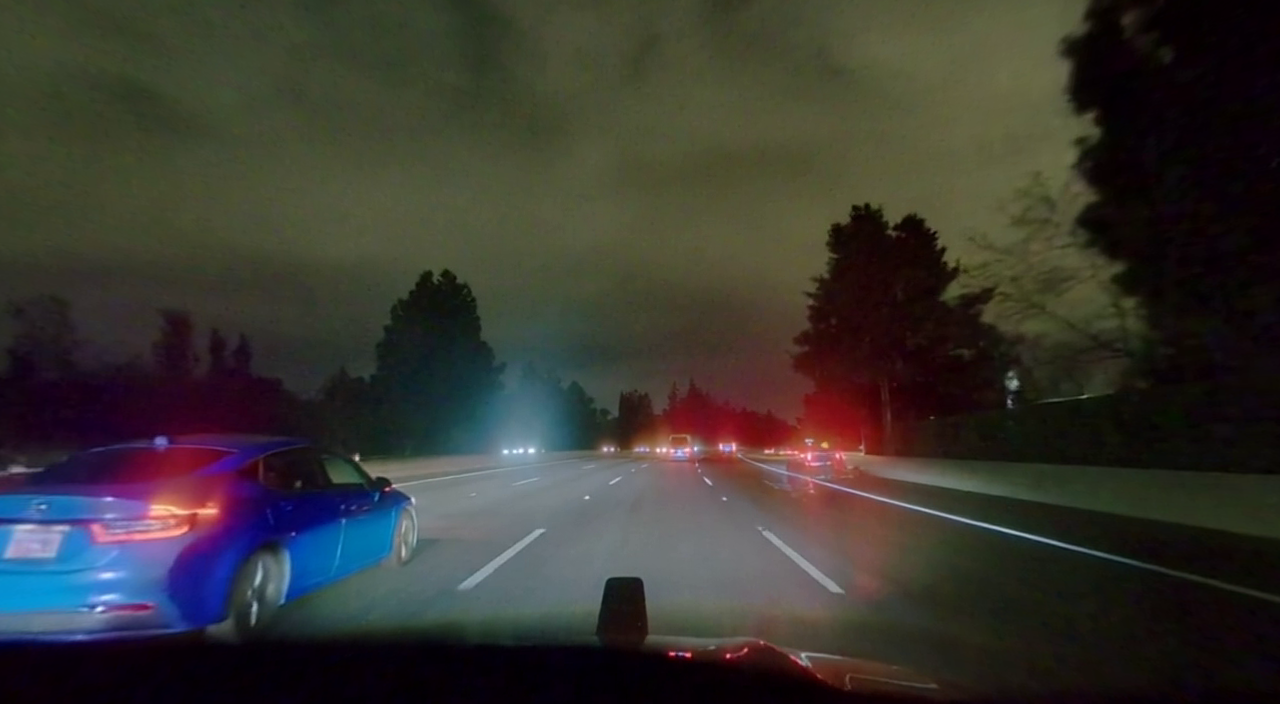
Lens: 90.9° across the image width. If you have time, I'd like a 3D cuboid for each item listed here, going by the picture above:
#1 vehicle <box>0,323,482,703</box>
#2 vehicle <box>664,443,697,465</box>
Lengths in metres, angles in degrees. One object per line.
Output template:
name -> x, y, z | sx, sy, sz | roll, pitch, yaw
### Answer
vehicle -> -3.032, 1.142, 5.051 | 2.185, 1.823, 4.854 | 0, -9, 1
vehicle -> 2.861, 7.198, 44.435 | 2.158, 1.458, 3.656 | -1, -9, 4
